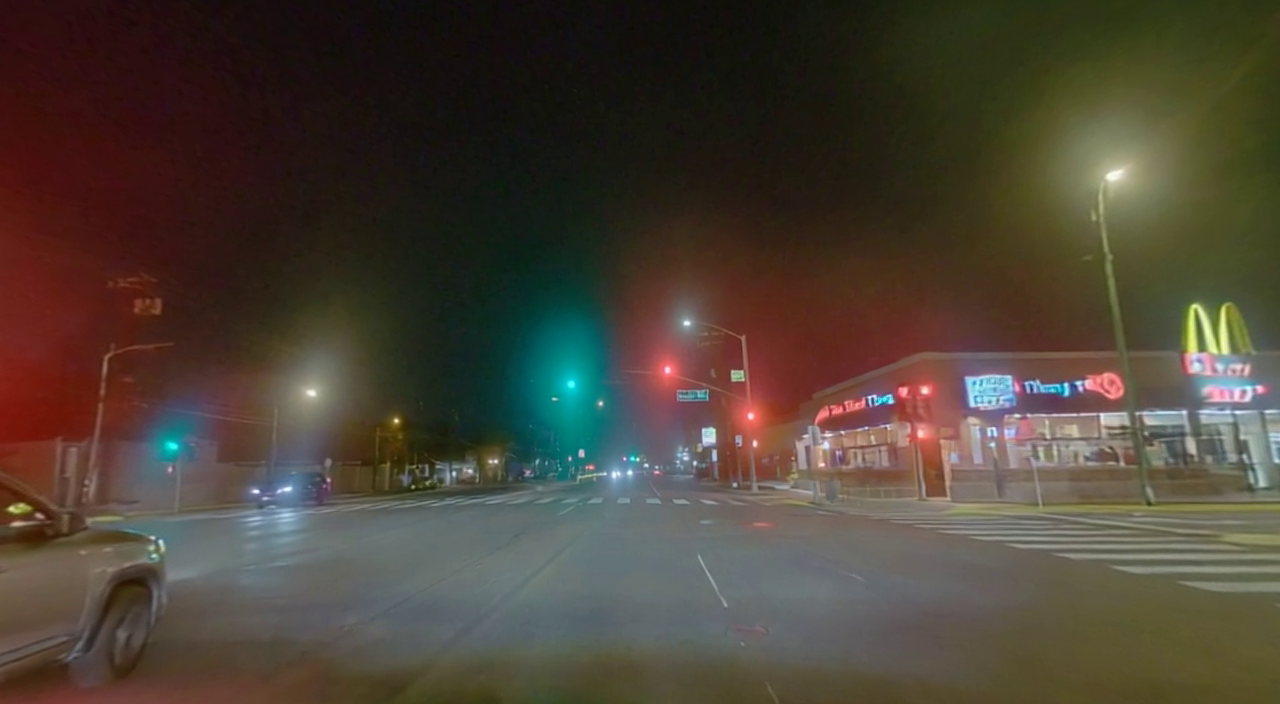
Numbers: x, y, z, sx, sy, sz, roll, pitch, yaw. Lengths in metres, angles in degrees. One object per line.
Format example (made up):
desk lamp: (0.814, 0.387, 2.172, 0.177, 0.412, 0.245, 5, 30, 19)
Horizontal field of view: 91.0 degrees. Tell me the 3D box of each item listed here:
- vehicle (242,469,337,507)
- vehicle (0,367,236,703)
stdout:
vehicle: (-16.015, 6.198, 29.068, 1.931, 1.471, 4.152, 0, -9, 1)
vehicle: (-3.296, 0.717, 1.086, 2.081, 1.644, 4.523, 0, -9, 2)
